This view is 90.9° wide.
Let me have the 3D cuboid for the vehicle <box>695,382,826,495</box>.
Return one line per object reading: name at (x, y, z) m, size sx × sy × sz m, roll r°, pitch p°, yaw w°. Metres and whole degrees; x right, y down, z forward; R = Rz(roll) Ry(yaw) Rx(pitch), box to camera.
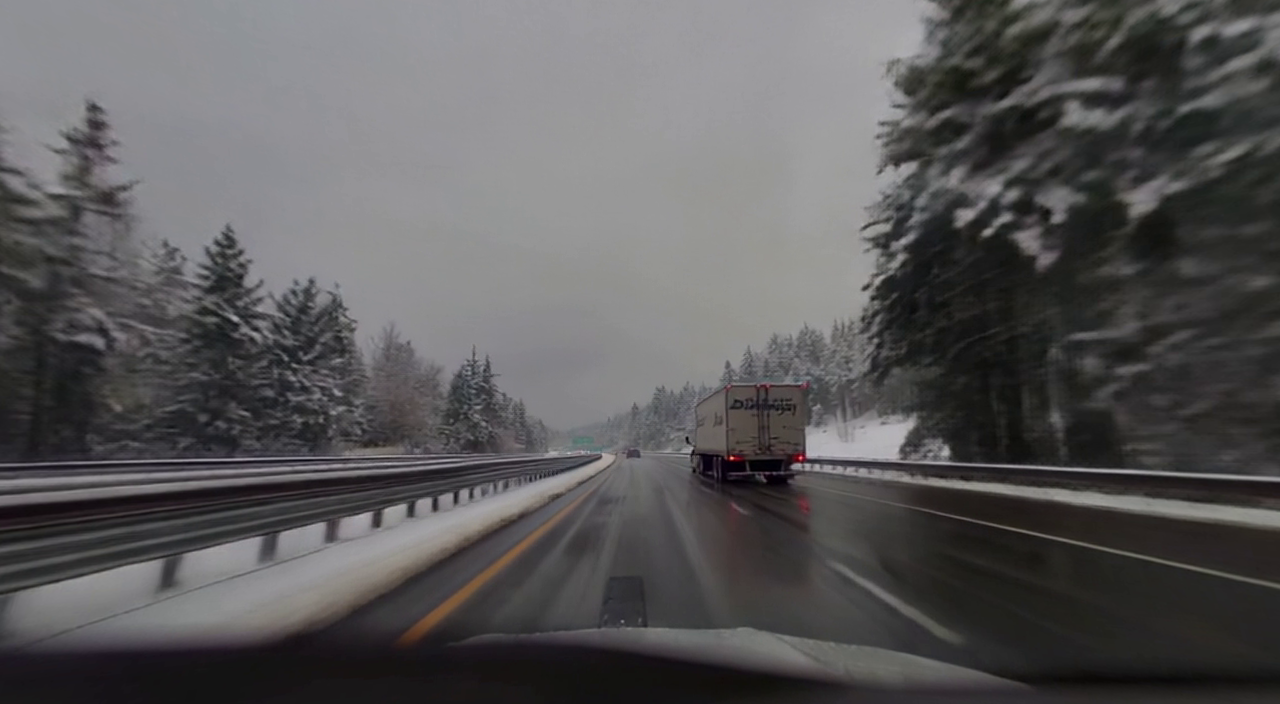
vehicle at (4.175, 3.526, 25.042) m, size 2.876 × 3.419 × 11.591 m, roll 0°, pitch -9°, yaw 0°
